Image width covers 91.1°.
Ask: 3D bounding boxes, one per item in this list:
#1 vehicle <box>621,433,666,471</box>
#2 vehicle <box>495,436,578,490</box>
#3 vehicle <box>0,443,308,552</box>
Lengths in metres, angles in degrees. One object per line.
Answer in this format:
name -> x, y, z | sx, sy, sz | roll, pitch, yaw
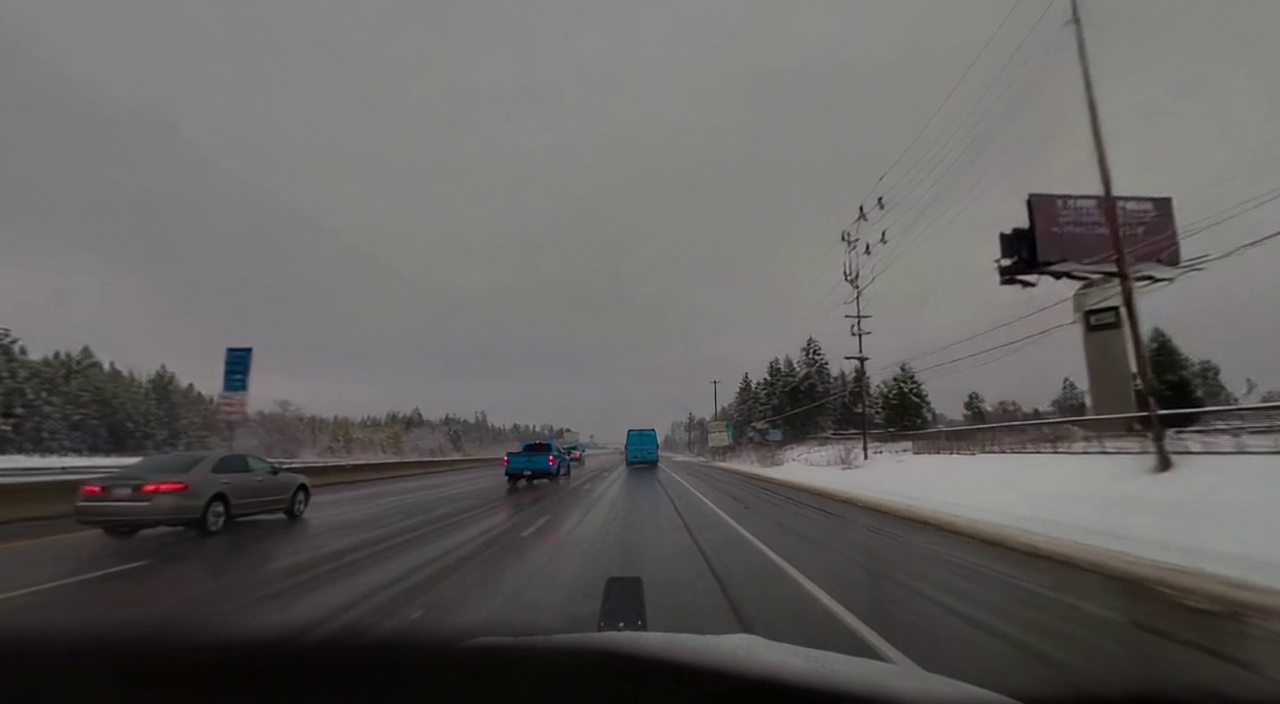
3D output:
vehicle -> 0.212, 6.487, 40.833 | 2.692, 2.279, 5.695 | 0, -8, 0
vehicle -> -3.656, 4.018, 23.108 | 2.145, 1.730, 4.729 | -1, -8, 2
vehicle -> -8.040, 2.349, 10.967 | 1.941, 1.475, 4.597 | 0, -8, 1
